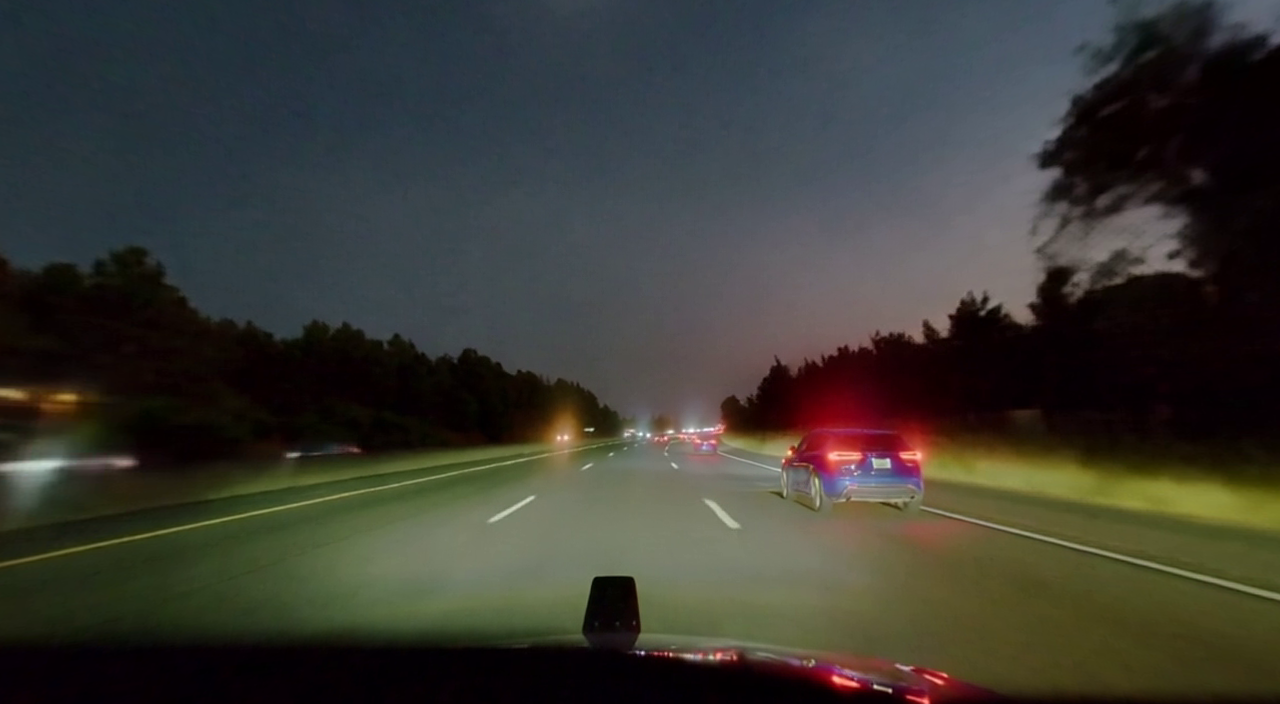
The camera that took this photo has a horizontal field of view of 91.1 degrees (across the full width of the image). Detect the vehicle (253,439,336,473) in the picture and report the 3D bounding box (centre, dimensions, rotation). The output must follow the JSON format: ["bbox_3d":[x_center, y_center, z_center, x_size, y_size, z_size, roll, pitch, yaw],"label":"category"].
[{"bbox_3d":[-16.305,4.875,29.889,1.772,1.478,3.750,0,-8,0],"label":"vehicle"}]

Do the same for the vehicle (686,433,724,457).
[{"bbox_3d":[4.126,5.985,40.572,1.982,1.452,4.294,0,-8,0],"label":"vehicle"}]
